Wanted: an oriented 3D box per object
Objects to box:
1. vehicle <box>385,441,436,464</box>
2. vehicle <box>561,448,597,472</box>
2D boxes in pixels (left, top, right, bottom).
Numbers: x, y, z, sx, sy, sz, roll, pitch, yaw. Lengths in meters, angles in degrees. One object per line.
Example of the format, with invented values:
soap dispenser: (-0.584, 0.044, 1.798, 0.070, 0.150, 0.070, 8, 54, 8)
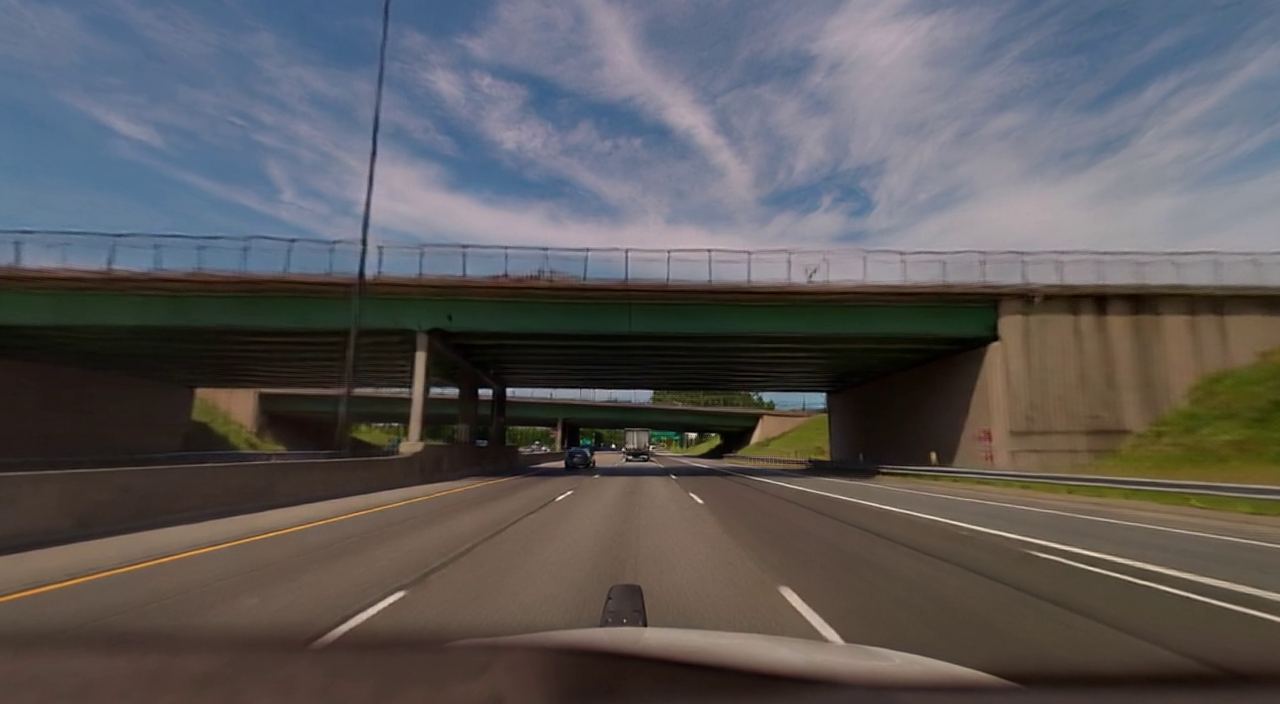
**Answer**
vehicle: (-16.109, 7.054, 44.426, 1.936, 1.518, 4.340, 0, -9, 0)
vehicle: (-4.186, 7.423, 43.567, 2.042, 1.526, 4.516, 0, -9, 0)
